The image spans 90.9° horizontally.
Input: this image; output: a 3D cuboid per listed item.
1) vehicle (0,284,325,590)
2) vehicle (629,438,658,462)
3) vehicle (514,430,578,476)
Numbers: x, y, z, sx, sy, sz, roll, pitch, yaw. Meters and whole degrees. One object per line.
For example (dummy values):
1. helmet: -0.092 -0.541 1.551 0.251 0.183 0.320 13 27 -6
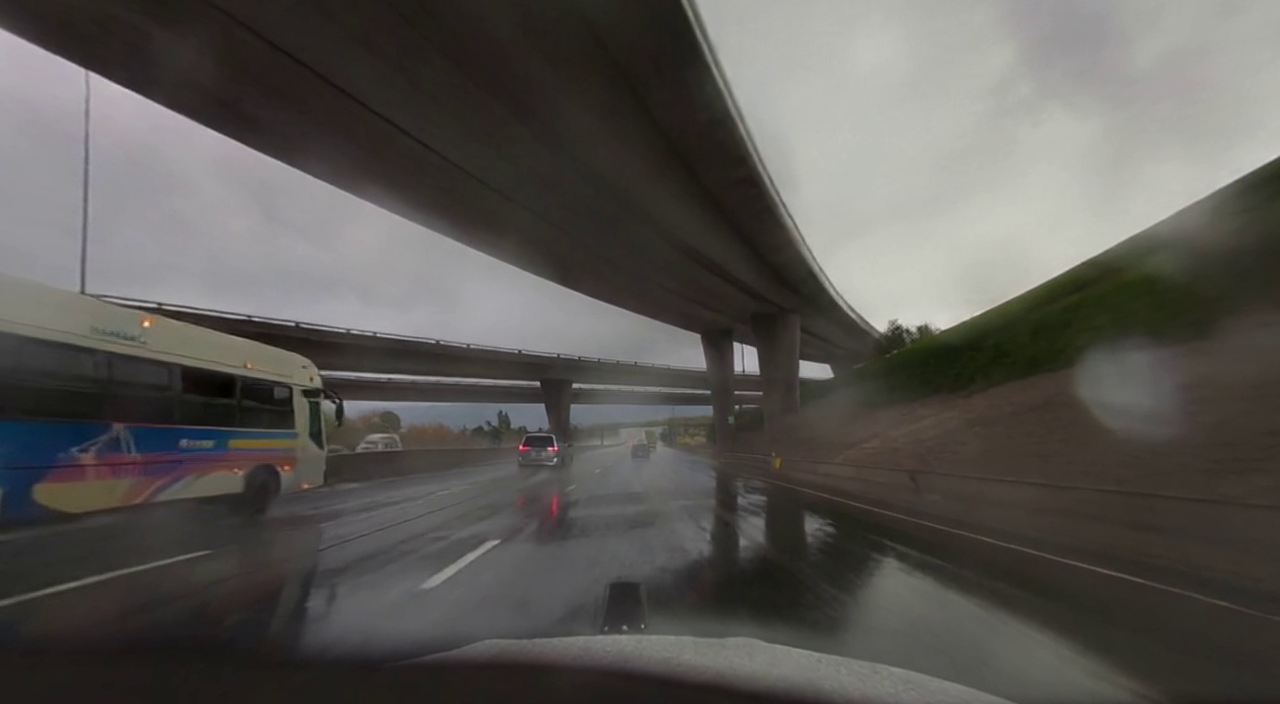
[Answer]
1. vehicle: -7.532 1.109 8.022 2.872 2.890 7.923 0 -8 0
2. vehicle: 0.240 7.276 46.958 2.052 1.711 4.223 0 -8 -1
3. vehicle: -4.175 4.576 28.758 2.147 1.918 4.834 0 -8 0
